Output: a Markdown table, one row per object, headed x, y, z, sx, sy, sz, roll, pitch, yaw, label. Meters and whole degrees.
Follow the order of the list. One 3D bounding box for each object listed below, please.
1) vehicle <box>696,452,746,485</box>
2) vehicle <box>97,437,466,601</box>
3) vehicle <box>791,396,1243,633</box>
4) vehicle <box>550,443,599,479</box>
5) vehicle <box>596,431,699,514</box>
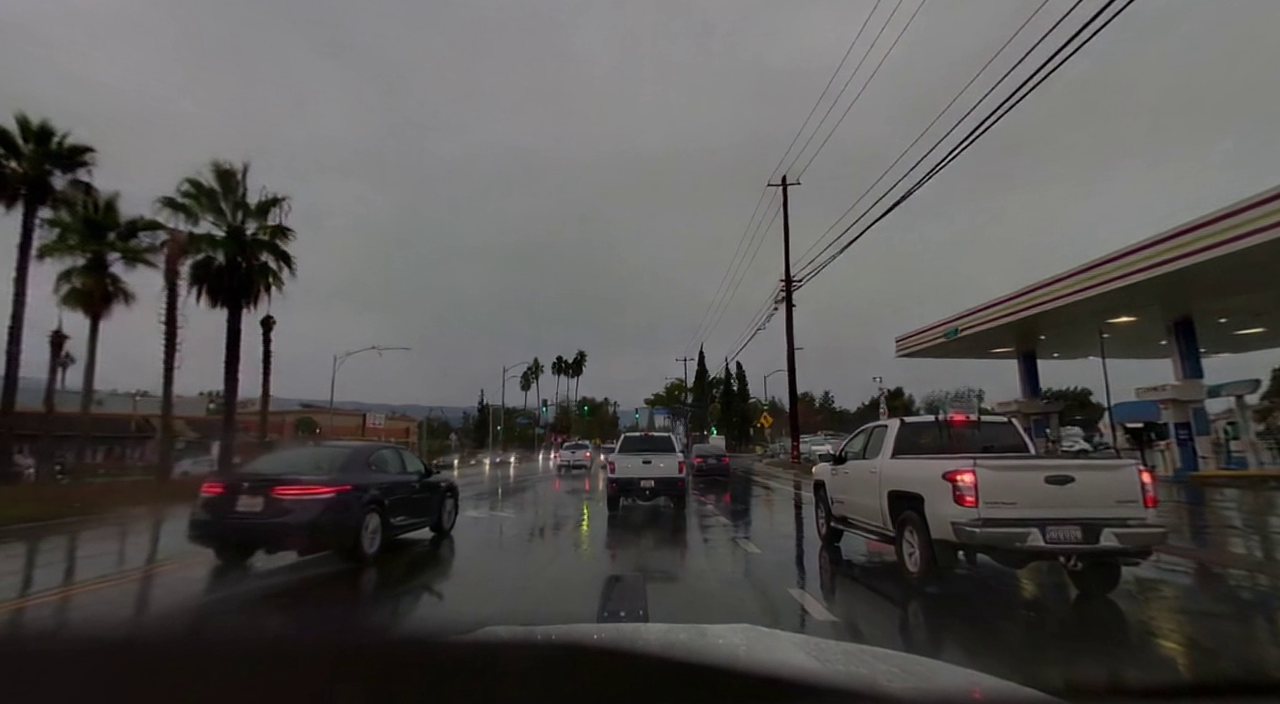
| x | y | z | sx | sy | sz | roll | pitch | yaw | label |
| --- | --- | --- | --- | --- | --- | --- | --- | --- | --- |
| 3.750 | 5.451 | 29.768 | 1.901 | 1.401 | 3.965 | 0 | -9 | 1 | vehicle |
| -4.022 | 1.913 | 8.281 | 1.983 | 1.502 | 4.720 | 0 | -9 | 2 | vehicle |
| 3.595 | 1.671 | 7.709 | 2.120 | 1.828 | 5.531 | 0 | -9 | 0 | vehicle |
| -3.512 | 5.951 | 34.554 | 2.071 | 1.811 | 4.605 | 0 | -9 | 2 | vehicle |
| 0.206 | 3.125 | 16.881 | 2.295 | 1.835 | 5.471 | 0 | -9 | 1 | vehicle |
